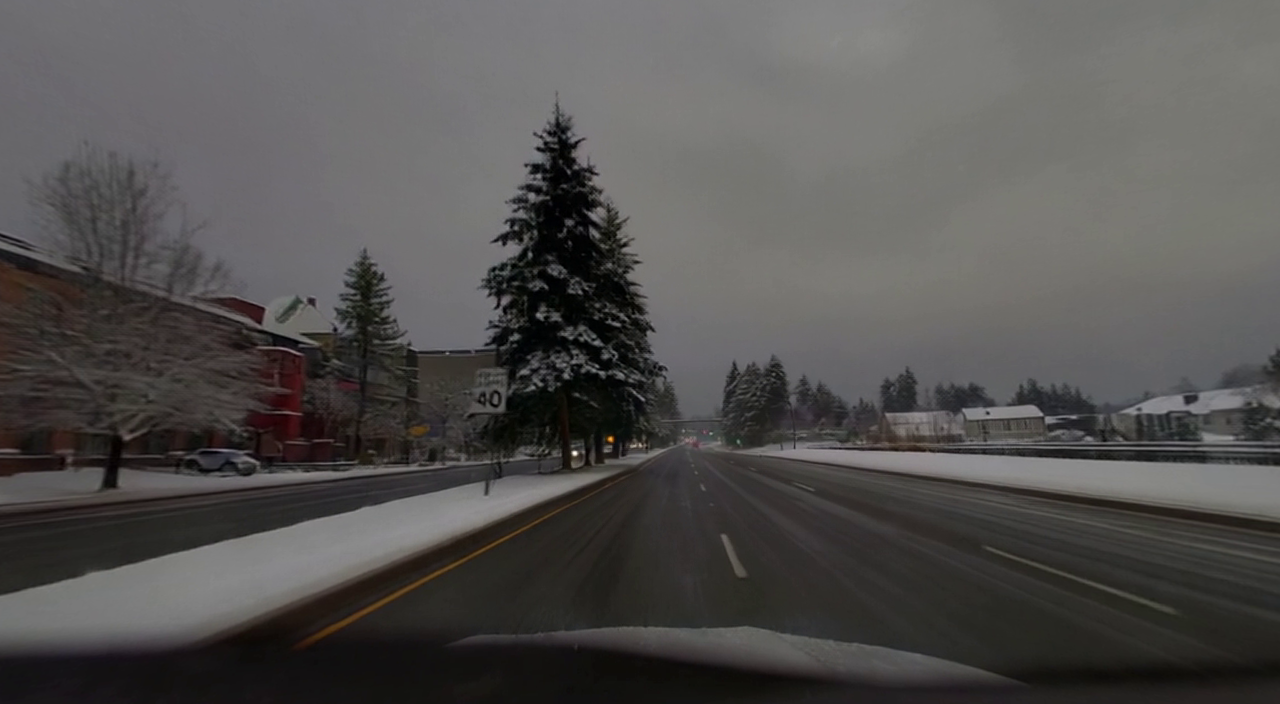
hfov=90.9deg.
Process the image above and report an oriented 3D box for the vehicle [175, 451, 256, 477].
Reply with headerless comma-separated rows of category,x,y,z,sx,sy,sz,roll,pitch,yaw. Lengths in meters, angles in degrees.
vehicle,-25.569,6.738,38.052,3.651,1.453,1.643,0,-8,2
